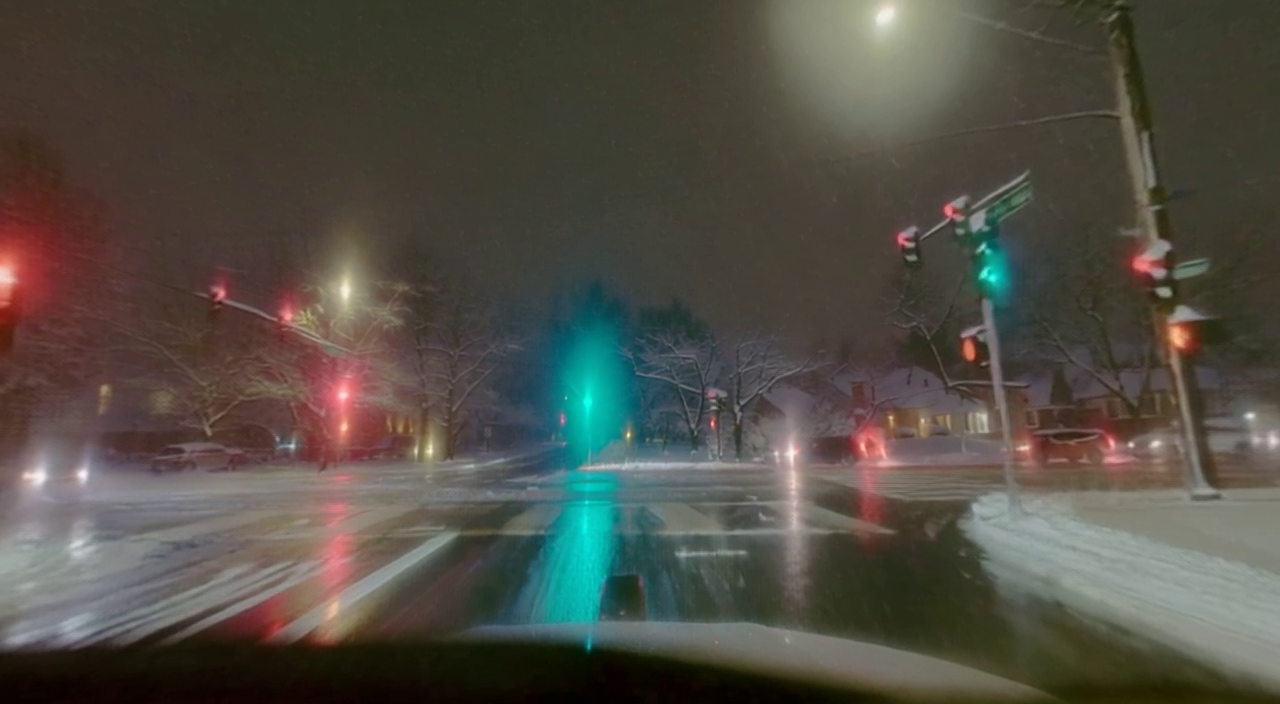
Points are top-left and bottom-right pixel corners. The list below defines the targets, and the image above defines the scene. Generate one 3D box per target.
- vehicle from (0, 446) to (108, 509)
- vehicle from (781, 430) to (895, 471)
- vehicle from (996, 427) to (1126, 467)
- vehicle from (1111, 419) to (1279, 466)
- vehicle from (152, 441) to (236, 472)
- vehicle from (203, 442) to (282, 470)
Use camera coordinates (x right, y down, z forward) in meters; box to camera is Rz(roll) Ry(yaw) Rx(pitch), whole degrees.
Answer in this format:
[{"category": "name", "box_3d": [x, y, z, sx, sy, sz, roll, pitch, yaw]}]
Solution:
[{"category": "vehicle", "box_3d": [-16.944, 3.174, 16.192, 4.989, 1.442, 1.940, -1, -8, 3]}, {"category": "vehicle", "box_3d": [7.647, 3.829, 24.681, 3.815, 1.504, 1.790, -1, -8, 2]}, {"category": "vehicle", "box_3d": [18.555, 4.201, 28.023, 4.326, 1.672, 1.903, -1, -8, 2]}, {"category": "vehicle", "box_3d": [21.184, 3.479, 24.237, 4.510, 1.673, 2.030, -1, -8, 2]}, {"category": "vehicle", "box_3d": [-27.220, 6.347, 38.705, 1.967, 1.779, 4.159, -1, -8, 2]}, {"category": "vehicle", "box_3d": [-24.292, 6.342, 38.822, 1.817, 1.488, 4.631, -1, -8, 0]}]
